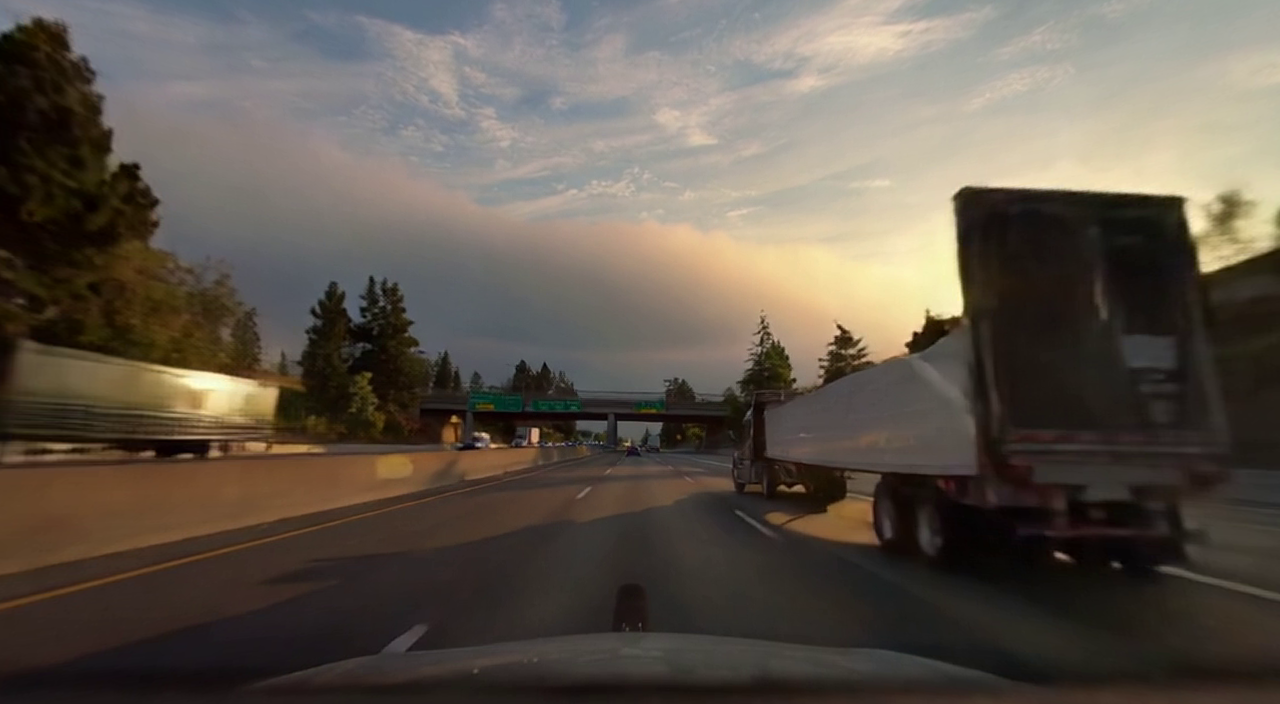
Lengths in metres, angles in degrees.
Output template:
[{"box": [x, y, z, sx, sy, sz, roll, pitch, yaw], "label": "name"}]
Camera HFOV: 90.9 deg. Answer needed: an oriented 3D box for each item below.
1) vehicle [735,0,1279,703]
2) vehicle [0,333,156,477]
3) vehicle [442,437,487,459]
[{"box": [4.230, 0.608, 9.970, 3.323, 4.262, 14.056, 0, -9, 0], "label": "vehicle"}, {"box": [-15.406, 1.227, 14.327, 2.626, 3.136, 7.570, 0, -9, 1], "label": "vehicle"}, {"box": [-12.438, 6.821, 44.877, 1.940, 1.489, 4.258, 0, -9, 0], "label": "vehicle"}]
